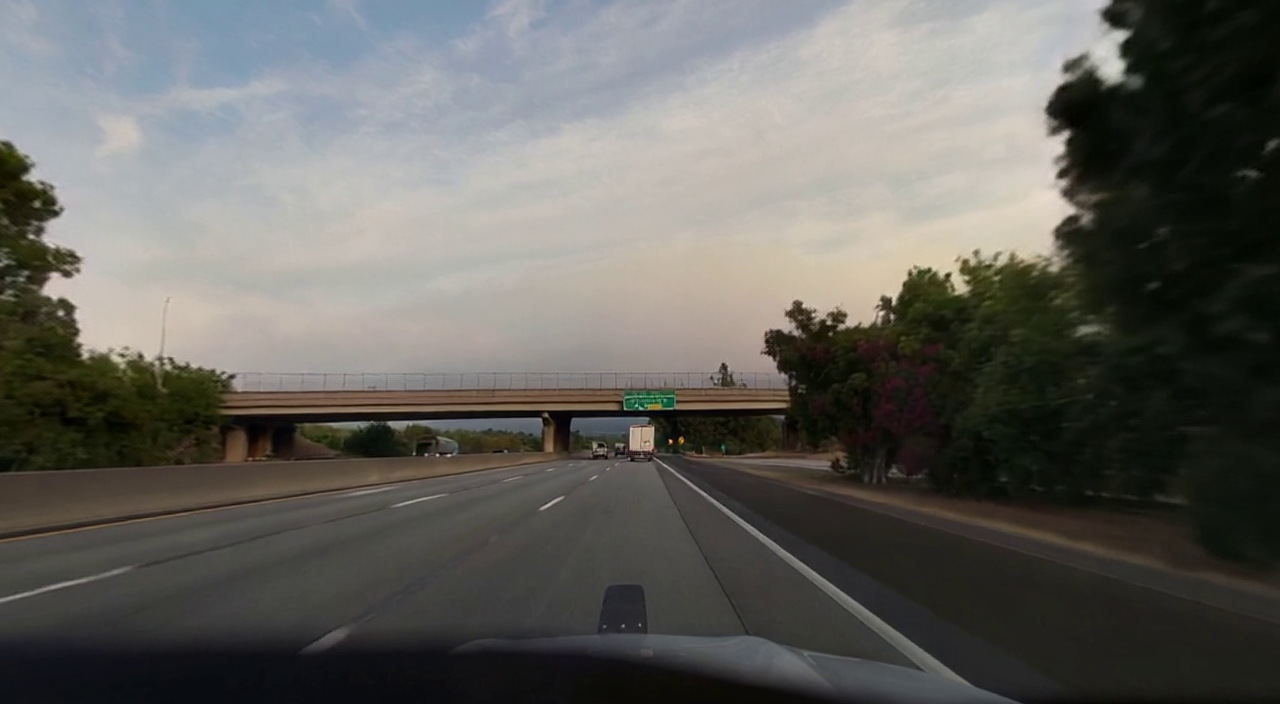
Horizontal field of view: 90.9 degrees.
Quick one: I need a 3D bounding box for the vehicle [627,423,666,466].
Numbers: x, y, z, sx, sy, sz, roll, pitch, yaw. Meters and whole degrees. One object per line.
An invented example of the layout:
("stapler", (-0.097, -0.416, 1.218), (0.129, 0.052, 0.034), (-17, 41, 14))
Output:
("vehicle", (0.403, 7.284, 49.521), (2.790, 3.075, 7.414), (0, -9, -2))
